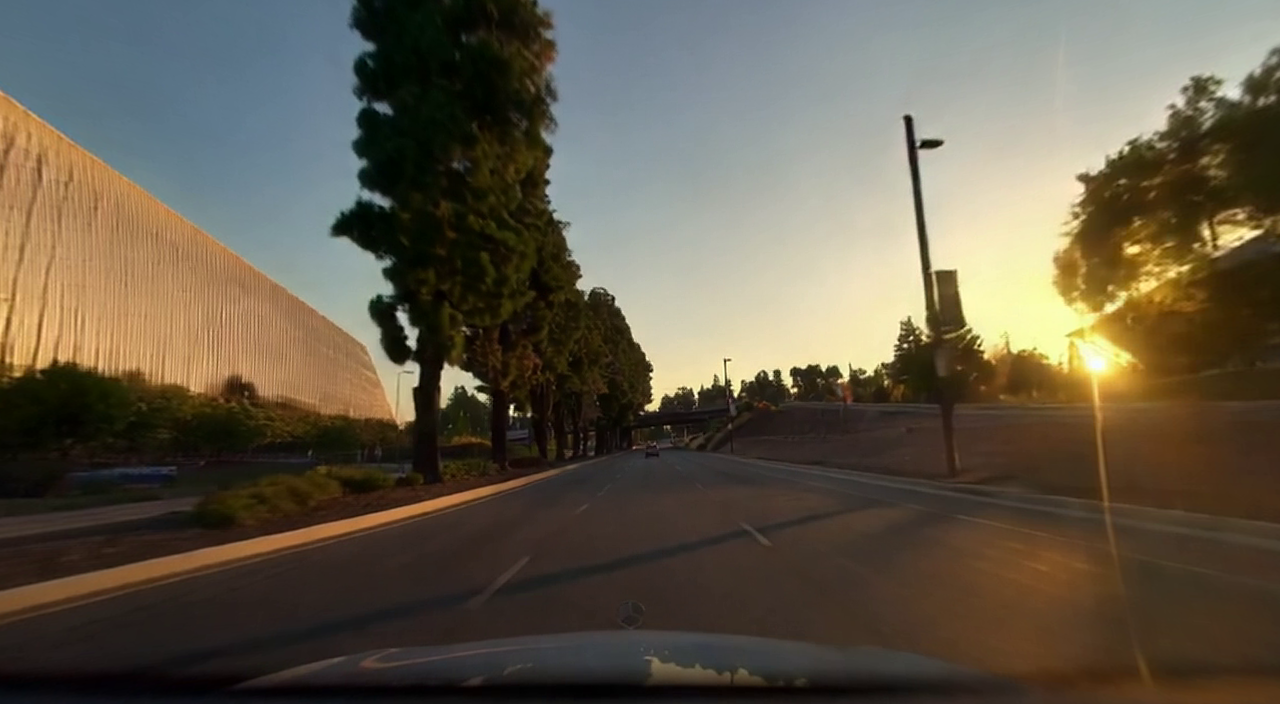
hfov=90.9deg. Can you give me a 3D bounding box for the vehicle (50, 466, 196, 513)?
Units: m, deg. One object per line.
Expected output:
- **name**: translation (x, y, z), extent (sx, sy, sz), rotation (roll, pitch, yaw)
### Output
- **vehicle**: translation (-21.574, 5.717, 26.661), extent (1.945, 1.481, 5.005), rotation (-4, -8, 1)
